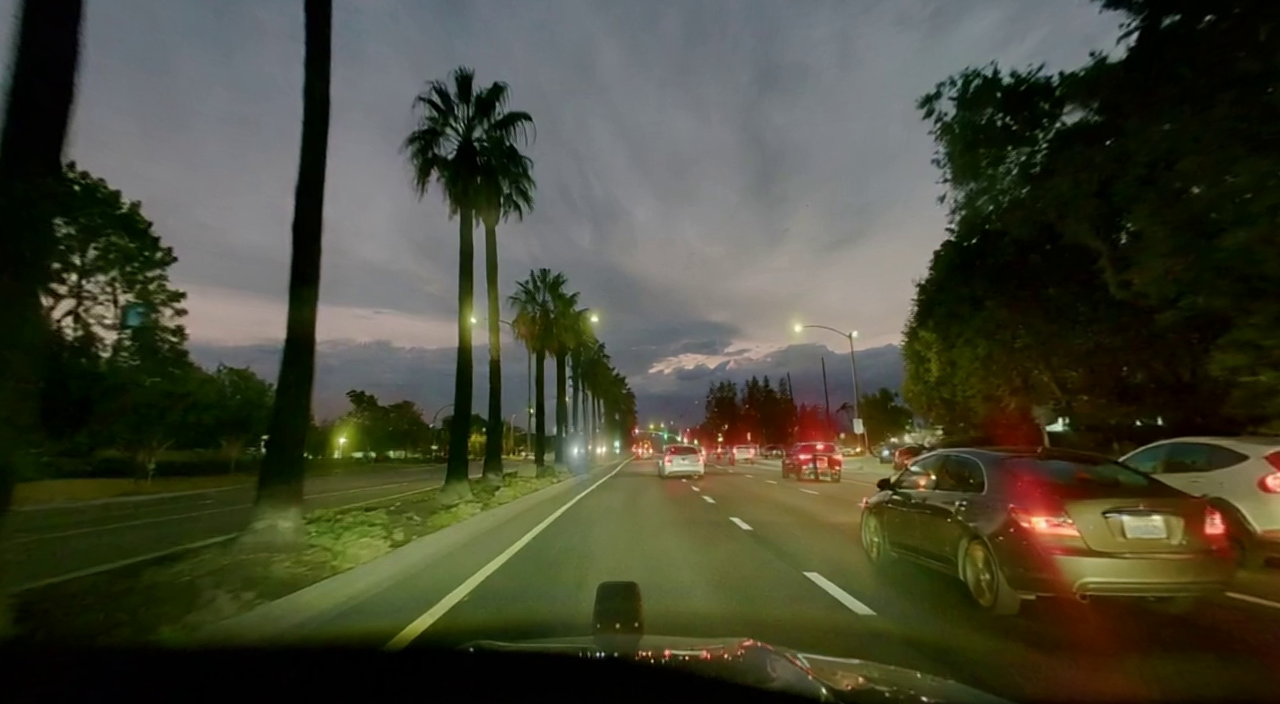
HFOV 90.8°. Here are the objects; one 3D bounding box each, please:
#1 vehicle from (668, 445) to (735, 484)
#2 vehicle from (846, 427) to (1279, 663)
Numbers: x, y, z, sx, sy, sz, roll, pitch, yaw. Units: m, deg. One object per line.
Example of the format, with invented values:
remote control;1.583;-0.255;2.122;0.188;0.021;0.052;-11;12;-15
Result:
vehicle;2.394;4.513;25.744;2.031;1.444;4.361;0;-8;-4
vehicle;3.760;1.541;6.254;1.875;1.452;4.453;0;-8;-1
